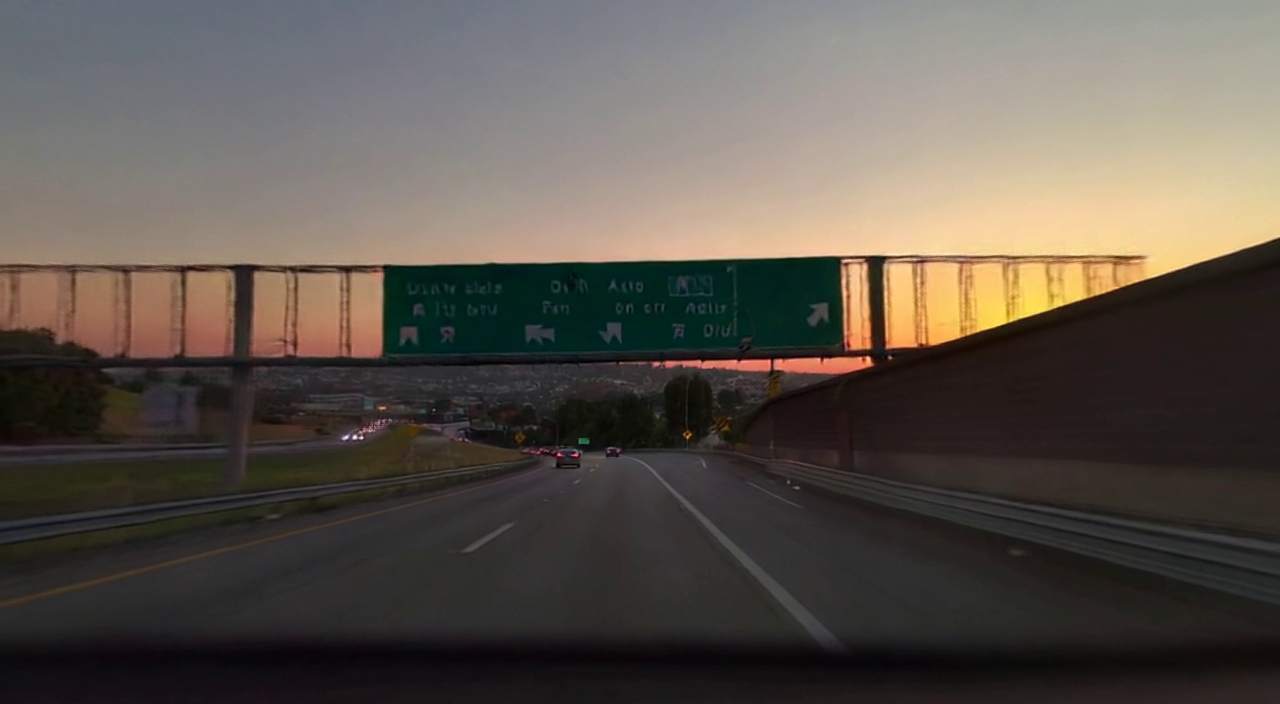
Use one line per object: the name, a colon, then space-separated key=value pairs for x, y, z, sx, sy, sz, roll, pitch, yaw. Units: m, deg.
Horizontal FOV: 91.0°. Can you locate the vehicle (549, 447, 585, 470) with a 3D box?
vehicle: x=-5.198 y=7.660 z=45.462 sx=2.234 sy=1.588 sz=4.484 roll=1 pitch=-9 yaw=-3
